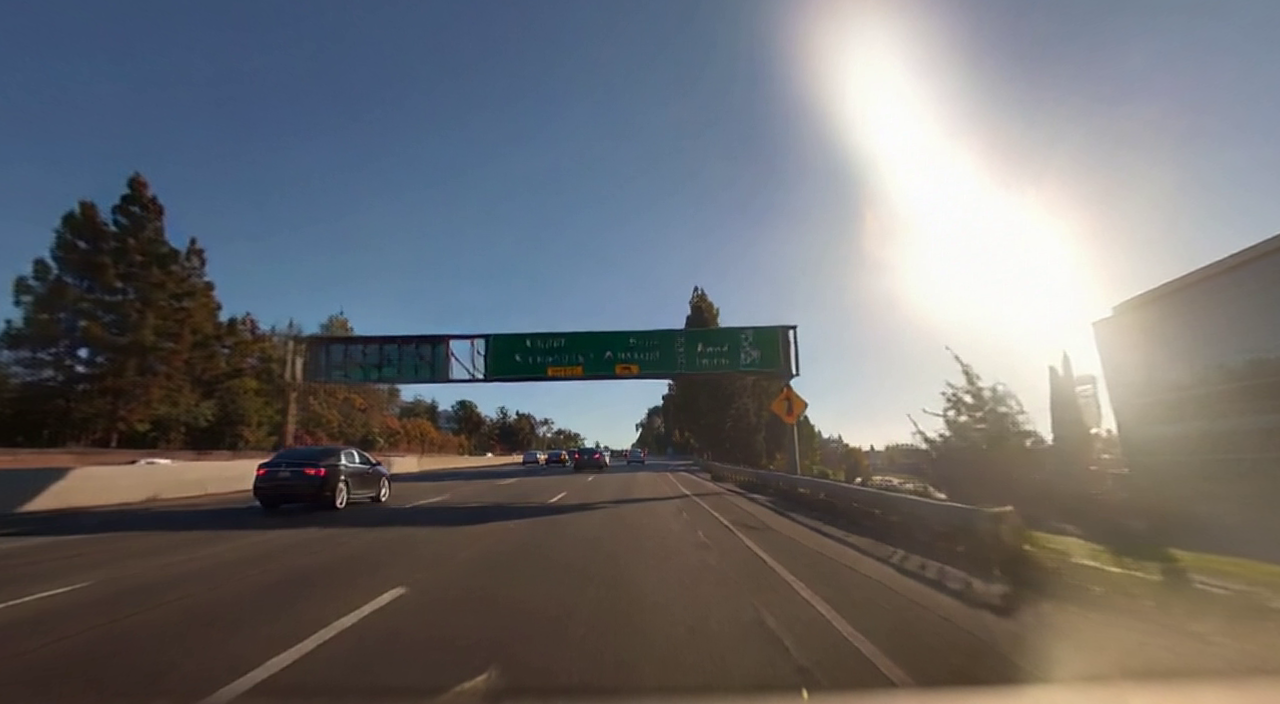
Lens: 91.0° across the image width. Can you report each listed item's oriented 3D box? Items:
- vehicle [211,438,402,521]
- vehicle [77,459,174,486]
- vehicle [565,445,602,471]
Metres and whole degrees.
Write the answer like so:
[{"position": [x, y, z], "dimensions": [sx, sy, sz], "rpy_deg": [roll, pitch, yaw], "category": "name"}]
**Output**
[{"position": [-7.660, 2.943, 15.130], "dimensions": [2.071, 1.661, 4.540], "rpy_deg": [0, -9, 1], "category": "vehicle"}, {"position": [-31.464, 7.351, 38.700], "dimensions": [1.844, 1.489, 4.745], "rpy_deg": [-1, -9, 2], "category": "vehicle"}, {"position": [-3.898, 7.445, 44.492], "dimensions": [2.158, 1.717, 4.375], "rpy_deg": [-1, -9, 1], "category": "vehicle"}]
